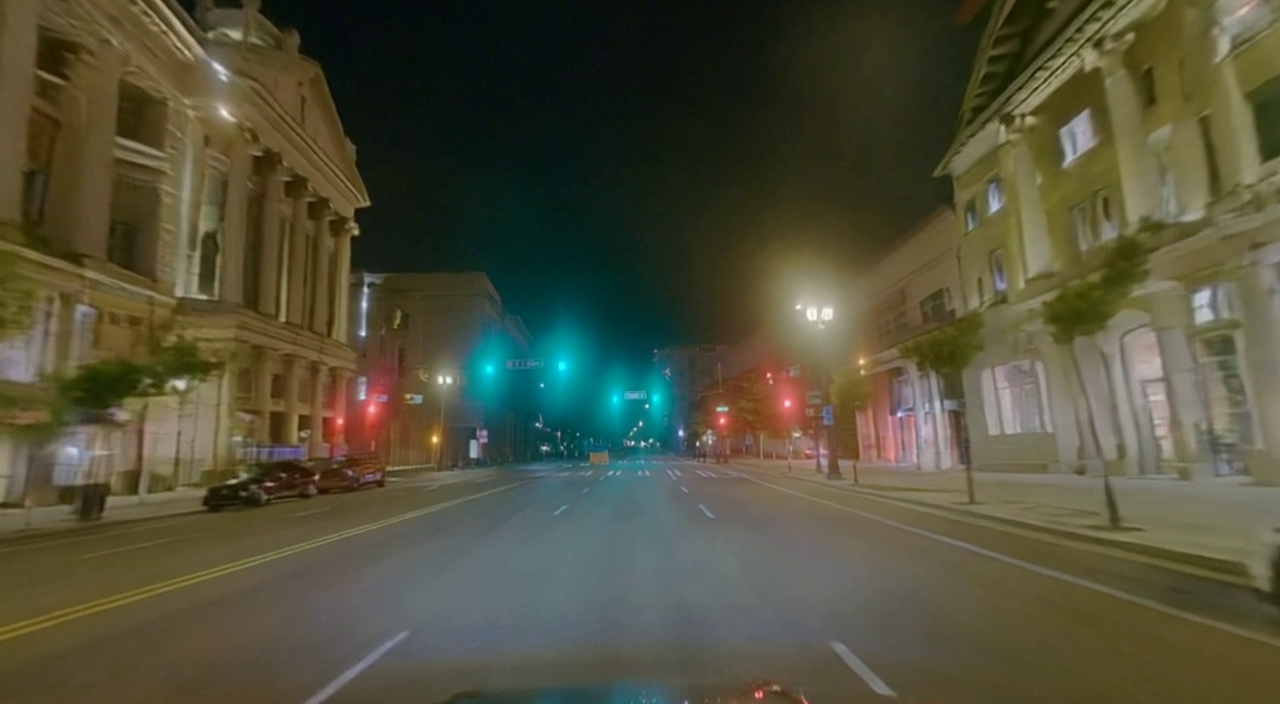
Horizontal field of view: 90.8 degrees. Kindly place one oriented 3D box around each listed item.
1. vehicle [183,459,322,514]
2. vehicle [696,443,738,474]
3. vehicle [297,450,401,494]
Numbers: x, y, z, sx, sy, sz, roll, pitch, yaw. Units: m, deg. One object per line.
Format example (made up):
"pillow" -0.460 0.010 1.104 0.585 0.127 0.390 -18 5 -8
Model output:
"vehicle" -12.415 4.298 20.626 1.767 1.455 4.389 0 -8 0
"vehicle" 4.156 5.714 34.118 2.085 1.530 4.125 -1 -8 7
"vehicle" -12.539 5.154 27.724 2.011 1.668 5.474 0 -8 0
